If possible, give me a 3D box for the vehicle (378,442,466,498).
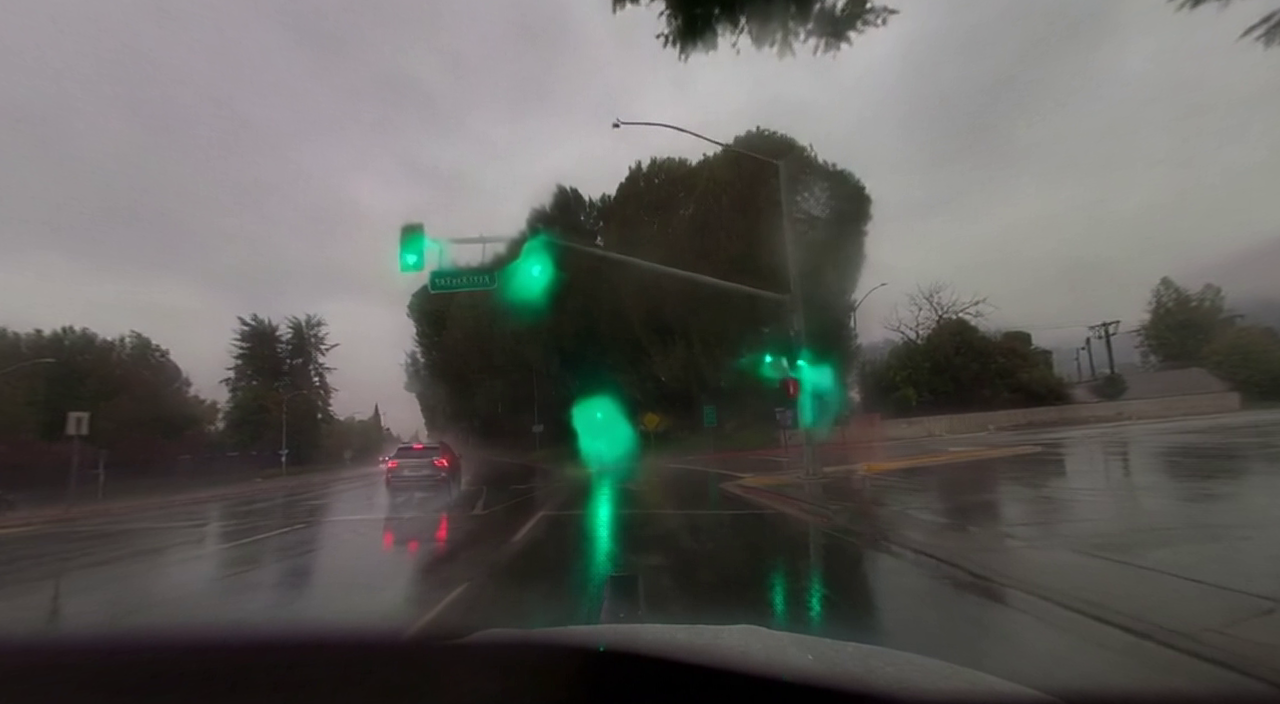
[{"bbox_3d":[-7.388,4.001,21.921,2.134,1.707,4.471,1,-9,-9],"label":"vehicle"}]
